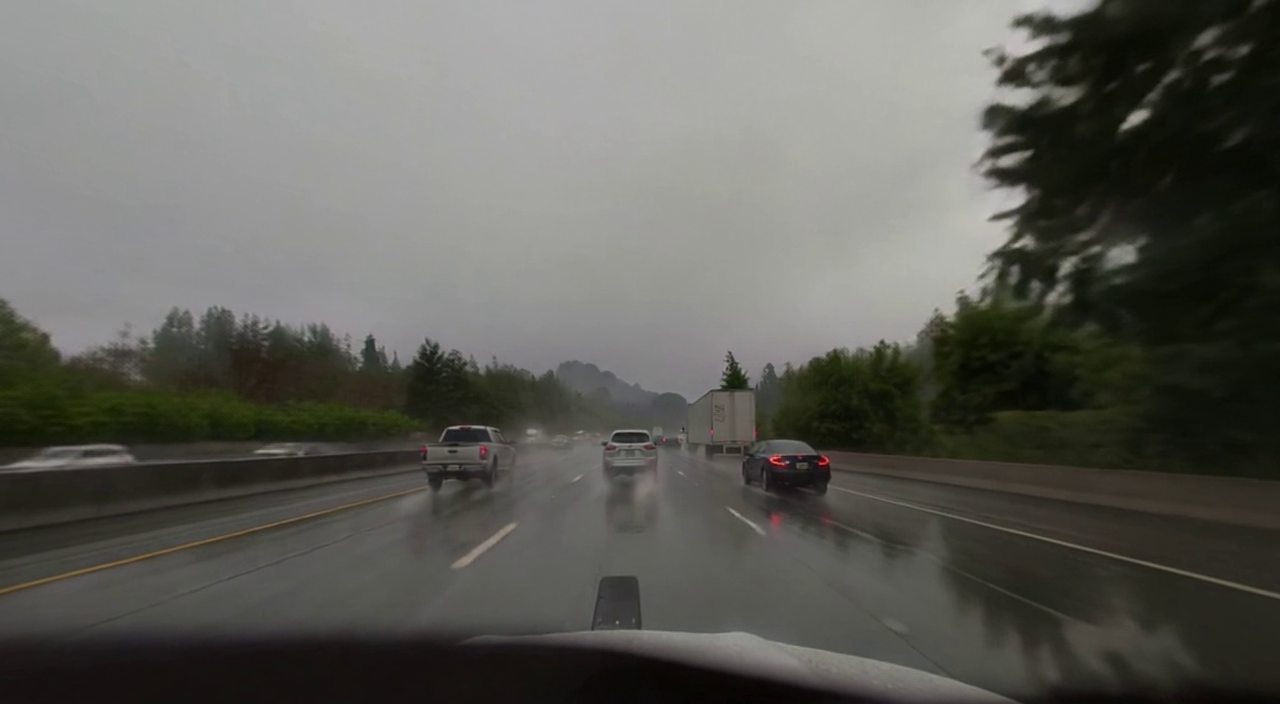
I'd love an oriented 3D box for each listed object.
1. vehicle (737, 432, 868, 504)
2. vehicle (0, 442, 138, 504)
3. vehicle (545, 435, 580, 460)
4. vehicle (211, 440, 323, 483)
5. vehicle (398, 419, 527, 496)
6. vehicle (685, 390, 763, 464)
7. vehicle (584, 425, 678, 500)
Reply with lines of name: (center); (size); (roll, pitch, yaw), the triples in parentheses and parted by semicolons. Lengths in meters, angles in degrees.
vehicle: (3.671, 2.675, 15.045); (1.951, 1.477, 3.963); (0, -8, -2)
vehicle: (-17.035, 3.384, 18.123); (1.813, 1.519, 4.115); (0, -8, -2)
vehicle: (-5.450, 6.769, 44.859); (1.971, 1.648, 3.983); (0, -8, 0)
vehicle: (-13.129, 3.836, 22.462); (1.767, 1.376, 3.667); (0, -8, 0)
vehicle: (-4.540, 2.785, 17.026); (2.101, 1.767, 4.702); (0, -8, 0)
vehicle: (5.189, 5.154, 42.294); (2.888, 4.135, 14.071); (0, -8, -2)
vehicle: (-0.225, 2.719, 15.946); (2.083, 1.647, 3.799); (0, -8, -1)
